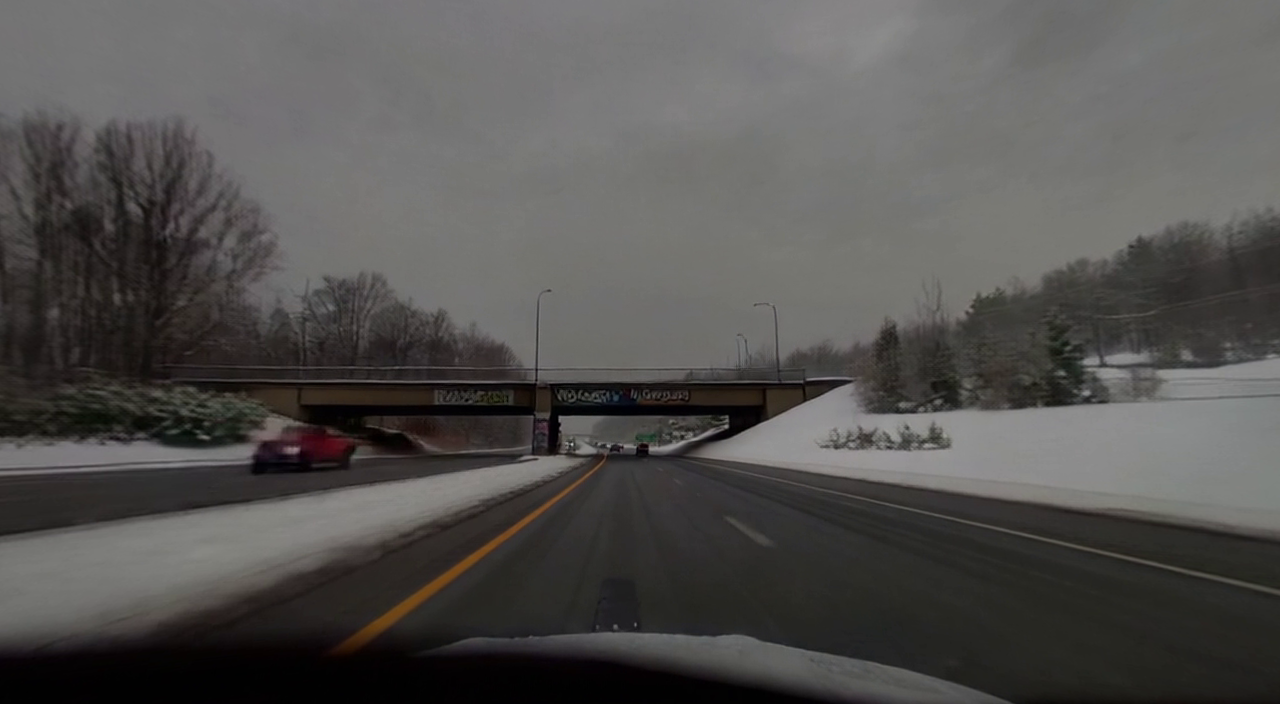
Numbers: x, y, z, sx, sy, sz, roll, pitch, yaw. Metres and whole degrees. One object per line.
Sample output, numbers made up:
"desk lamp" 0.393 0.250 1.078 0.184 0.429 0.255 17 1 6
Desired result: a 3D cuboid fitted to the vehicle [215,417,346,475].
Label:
"vehicle" -13.734 3.684 24.426 2.195 1.997 4.907 0 -9 -1
